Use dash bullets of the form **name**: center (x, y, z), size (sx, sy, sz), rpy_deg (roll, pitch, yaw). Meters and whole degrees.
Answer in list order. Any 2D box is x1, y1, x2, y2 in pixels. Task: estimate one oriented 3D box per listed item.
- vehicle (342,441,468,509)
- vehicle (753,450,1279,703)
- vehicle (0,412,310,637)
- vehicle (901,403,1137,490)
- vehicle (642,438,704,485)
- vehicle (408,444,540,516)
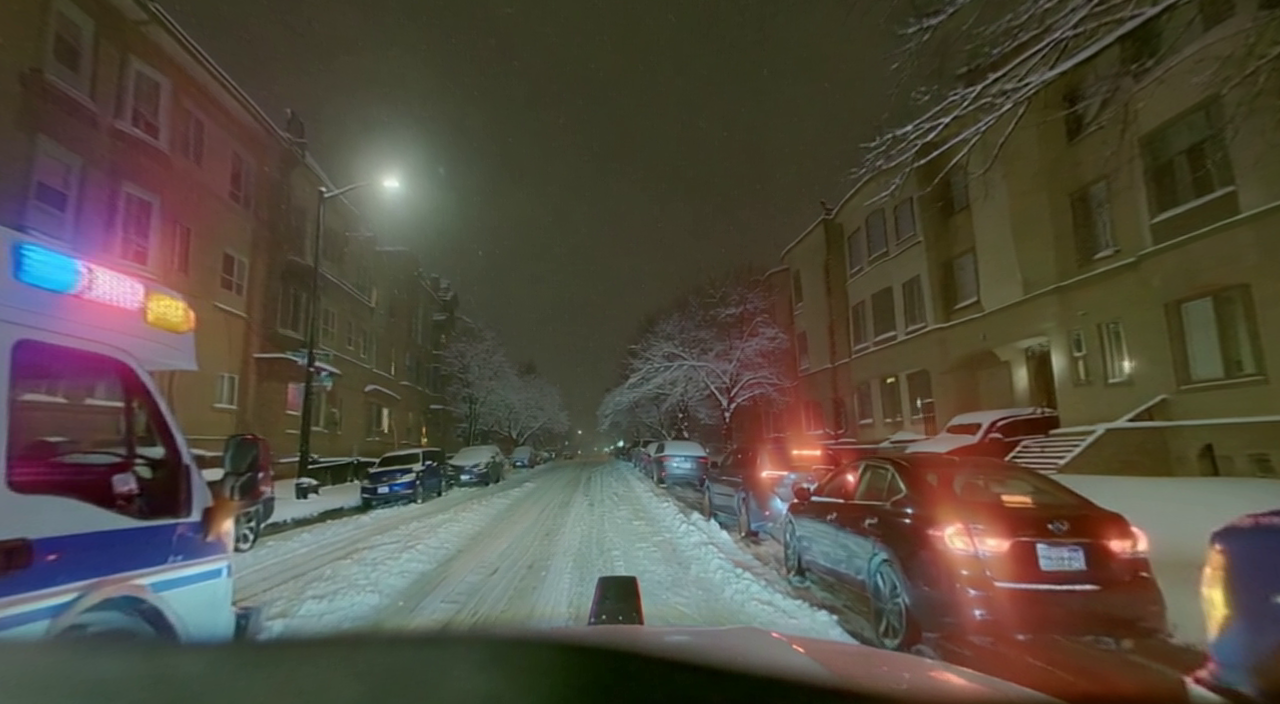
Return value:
- **vehicle**: center (-7.245, 3.802, 20.172), size (2.215, 1.841, 5.172), rpy_deg (0, -8, -2)
- **vehicle**: center (2.306, 1.510, 5.244), size (1.720, 1.333, 4.233), rpy_deg (1, -8, -3)
- **vehicle**: center (-6.700, 1.889, 7.845), size (2.308, 1.877, 6.060), rpy_deg (-4, -8, -3)
- **vehicle**: center (9.124, 2.336, 15.517), size (4.416, 1.784, 1.929), rpy_deg (-3, -10, -2)
- **vehicle**: center (1.201, 4.227, 24.721), size (1.878, 1.664, 4.033), rpy_deg (1, -8, -5)
- **vehicle**: center (-3.866, 3.037, 15.604), size (1.966, 1.515, 4.394), rpy_deg (0, -8, 2)
